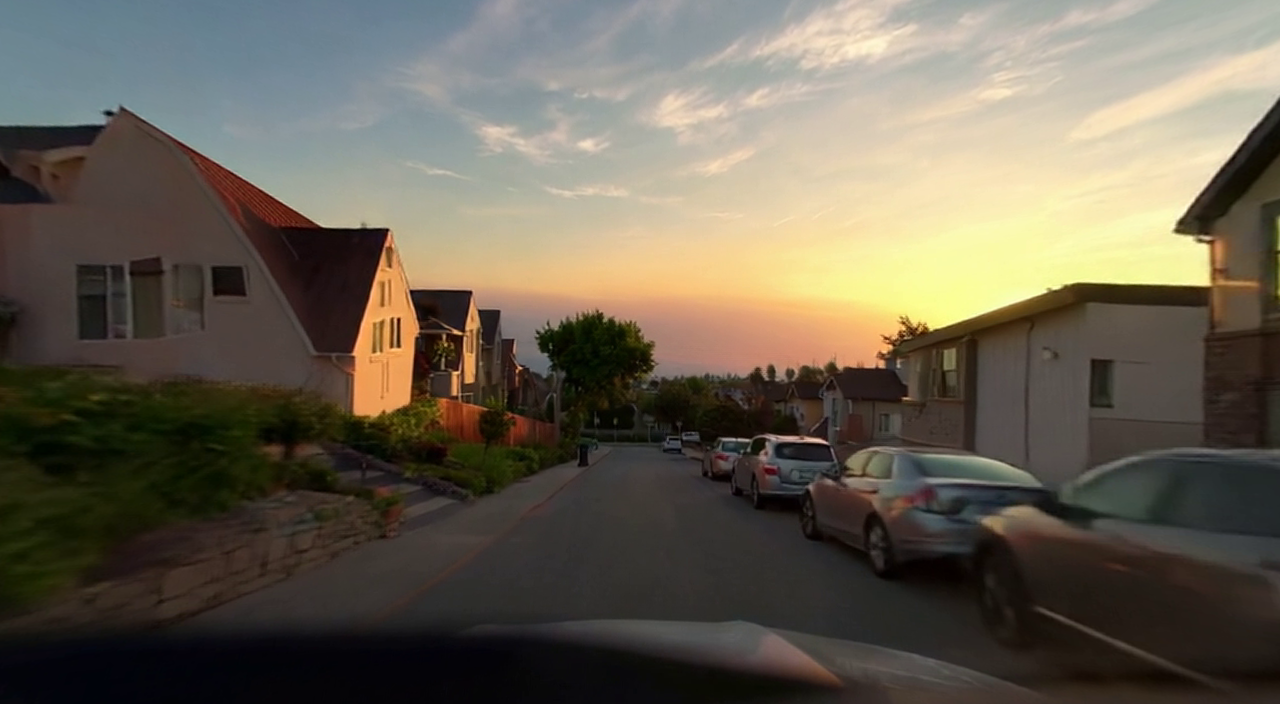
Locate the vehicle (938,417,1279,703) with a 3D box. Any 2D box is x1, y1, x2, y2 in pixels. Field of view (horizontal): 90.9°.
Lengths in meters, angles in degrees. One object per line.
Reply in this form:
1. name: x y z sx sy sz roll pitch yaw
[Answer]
1. vehicle: 3.318 1.096 3.034 2.036 1.510 3.505 0 -7 0
